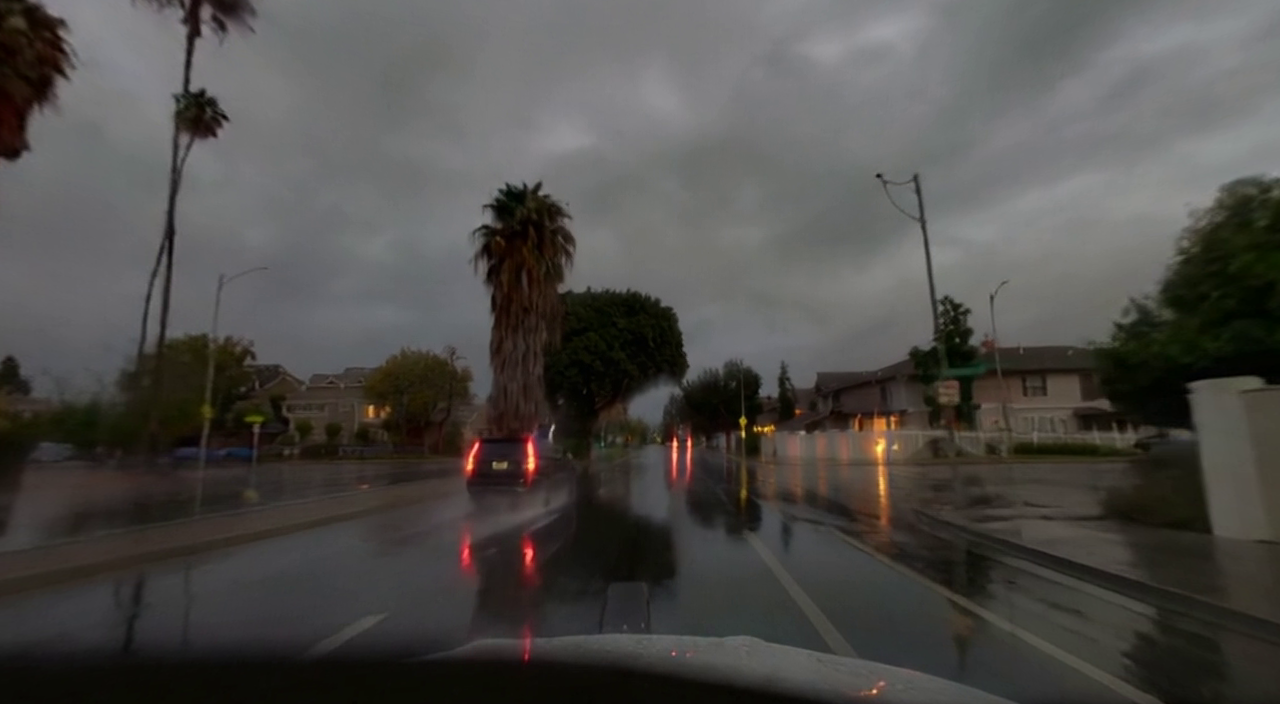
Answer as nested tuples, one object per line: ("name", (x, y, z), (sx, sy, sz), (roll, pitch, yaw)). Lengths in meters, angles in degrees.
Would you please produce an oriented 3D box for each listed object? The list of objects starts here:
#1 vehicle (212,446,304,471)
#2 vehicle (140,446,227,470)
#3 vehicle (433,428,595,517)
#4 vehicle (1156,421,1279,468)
("vehicle", (-24.133, 6.711, 39.894), (4.776, 1.491, 1.991), (-2, -8, 10))
("vehicle", (-29.714, 6.878, 41.033), (4.447, 1.484, 1.845), (-1, -8, 8))
("vehicle", (-2.335, 2.405, 13.185), (2.075, 1.498, 4.730), (-1, -8, 5))
("vehicle", (20.083, 3.053, 20.731), (4.318, 1.451, 1.915), (-3, -9, 21))
